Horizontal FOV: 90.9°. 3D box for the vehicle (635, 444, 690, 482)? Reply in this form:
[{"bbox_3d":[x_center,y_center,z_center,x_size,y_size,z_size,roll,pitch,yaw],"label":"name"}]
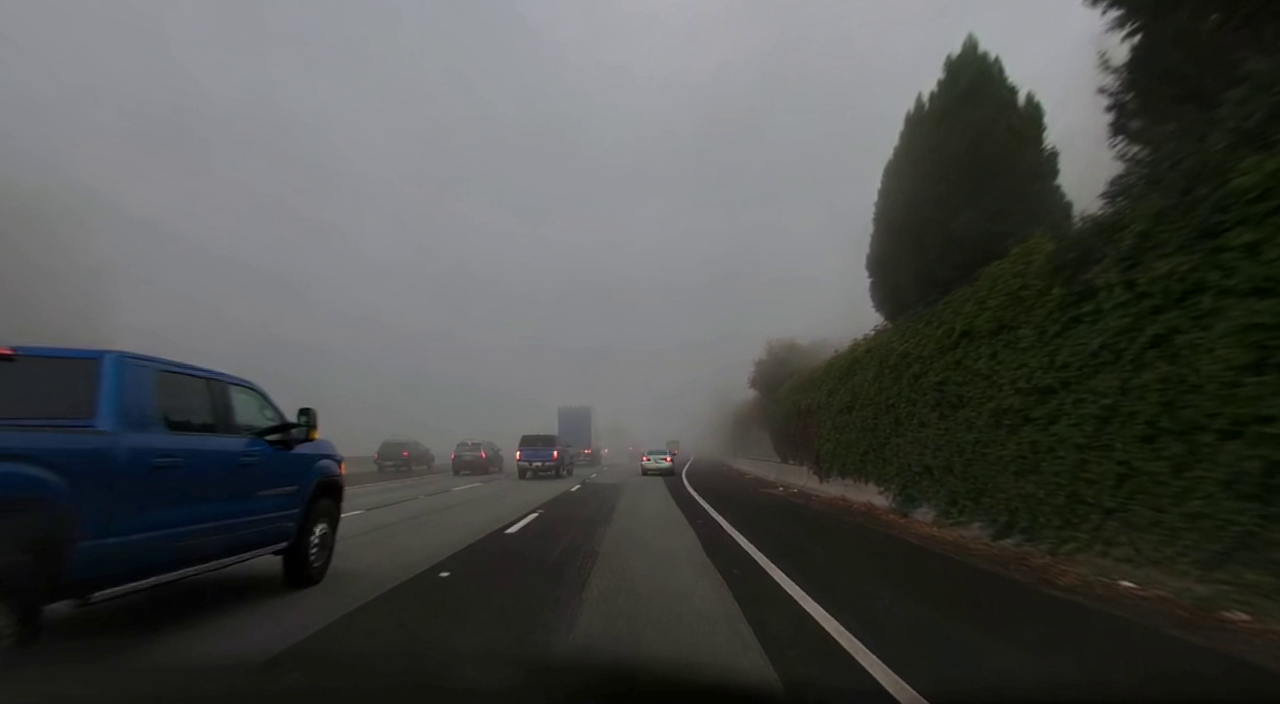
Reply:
[{"bbox_3d":[0.973,4.665,26.884,2.176,1.493,3.955,0,-8,2],"label":"vehicle"}]

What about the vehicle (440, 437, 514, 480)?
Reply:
[{"bbox_3d":[-7.262,4.800,28.616,2.039,1.769,4.552,0,-8,2],"label":"vehicle"}]

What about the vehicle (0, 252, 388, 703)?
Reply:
[{"bbox_3d":[-4.007,0.762,3.144,2.724,2.170,6.508,0,-8,1],"label":"vehicle"}]

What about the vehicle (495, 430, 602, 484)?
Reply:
[{"bbox_3d":[-3.797,4.951,30.626,3.050,1.964,15.030,0,-8,0],"label":"vehicle"}]
